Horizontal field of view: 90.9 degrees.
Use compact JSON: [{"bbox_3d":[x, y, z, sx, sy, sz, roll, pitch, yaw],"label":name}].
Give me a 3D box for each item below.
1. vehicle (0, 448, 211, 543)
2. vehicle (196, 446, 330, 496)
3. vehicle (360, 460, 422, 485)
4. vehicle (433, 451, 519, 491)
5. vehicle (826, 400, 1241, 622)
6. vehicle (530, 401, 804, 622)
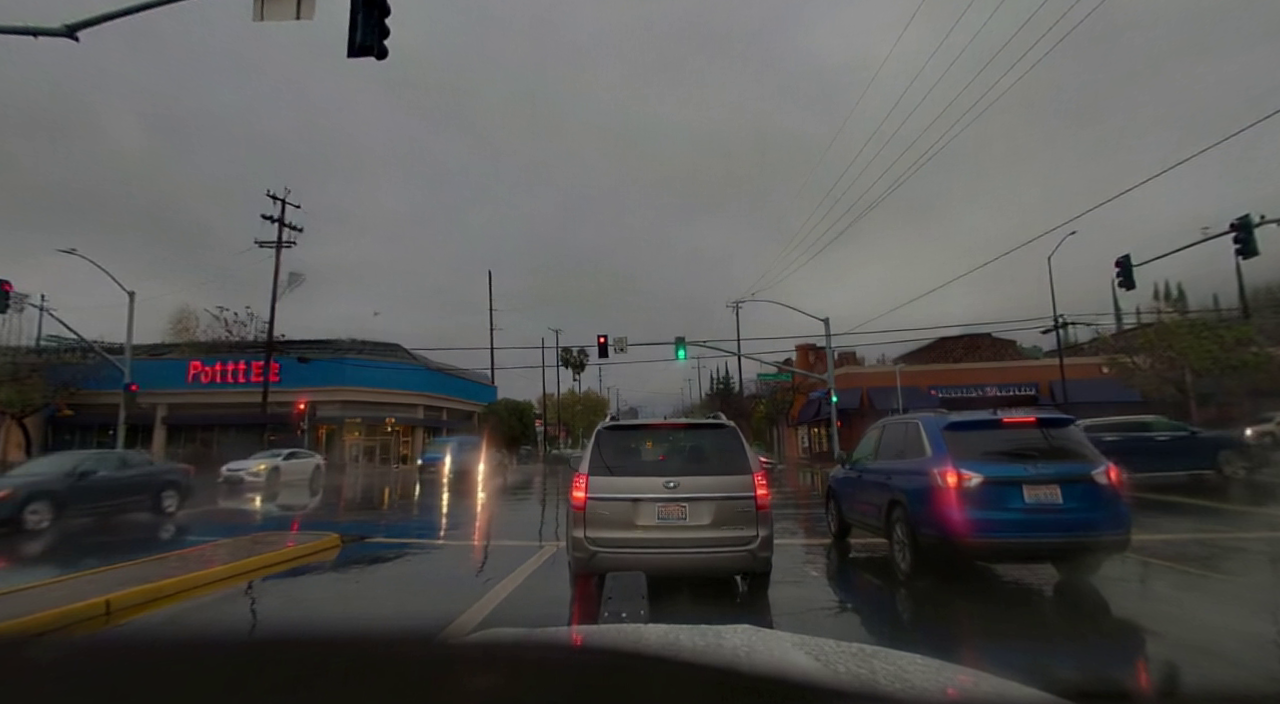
[{"bbox_3d":[-11.003,2.617,12.211,1.911,1.461,4.691,-1,-8,3],"label":"vehicle"},{"bbox_3d":[-14.178,4.466,24.133,1.943,1.680,4.709,-1,-8,4],"label":"vehicle"},{"bbox_3d":[-16.249,7.849,41.449,1.872,1.433,4.404,-1,-8,6],"label":"vehicle"},{"bbox_3d":[-6.695,4.914,26.379,2.017,1.468,4.663,-1,-8,5],"label":"vehicle"},{"bbox_3d":[3.608,1.516,6.958,1.976,1.664,4.189,-1,-8,2],"label":"vehicle"},{"bbox_3d":[0.258,1.504,6.823,2.098,1.682,3.778,0,-8,2],"label":"vehicle"}]
